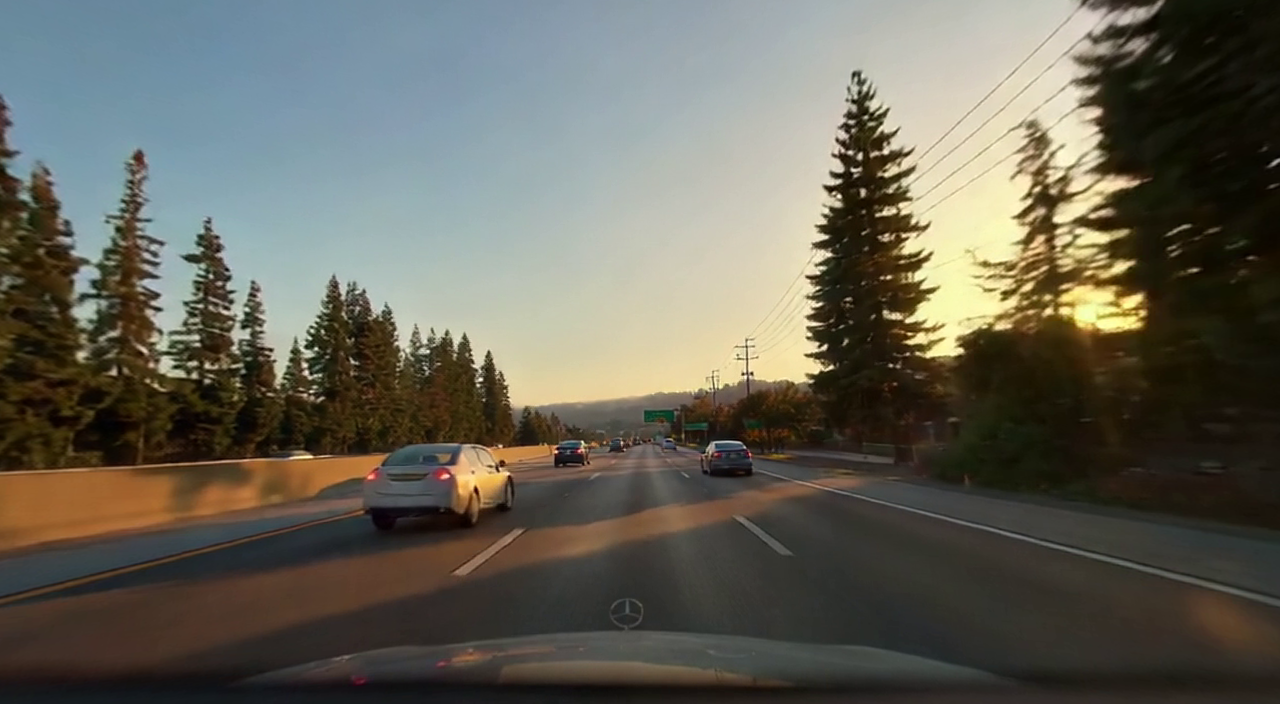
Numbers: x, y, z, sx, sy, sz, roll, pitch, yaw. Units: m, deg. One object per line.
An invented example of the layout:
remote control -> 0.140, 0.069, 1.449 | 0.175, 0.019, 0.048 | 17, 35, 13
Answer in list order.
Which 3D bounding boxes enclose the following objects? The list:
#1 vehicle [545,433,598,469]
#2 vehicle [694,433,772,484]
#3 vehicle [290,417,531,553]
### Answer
vehicle -> -3.561, 5.259, 33.661 | 2.217, 1.773, 4.553 | 0, -8, 1
vehicle -> 3.072, 3.628, 21.706 | 1.996, 1.579, 3.841 | 0, -8, -1
vehicle -> -3.151, 1.915, 9.778 | 2.049, 1.620, 4.153 | 0, -8, 2
